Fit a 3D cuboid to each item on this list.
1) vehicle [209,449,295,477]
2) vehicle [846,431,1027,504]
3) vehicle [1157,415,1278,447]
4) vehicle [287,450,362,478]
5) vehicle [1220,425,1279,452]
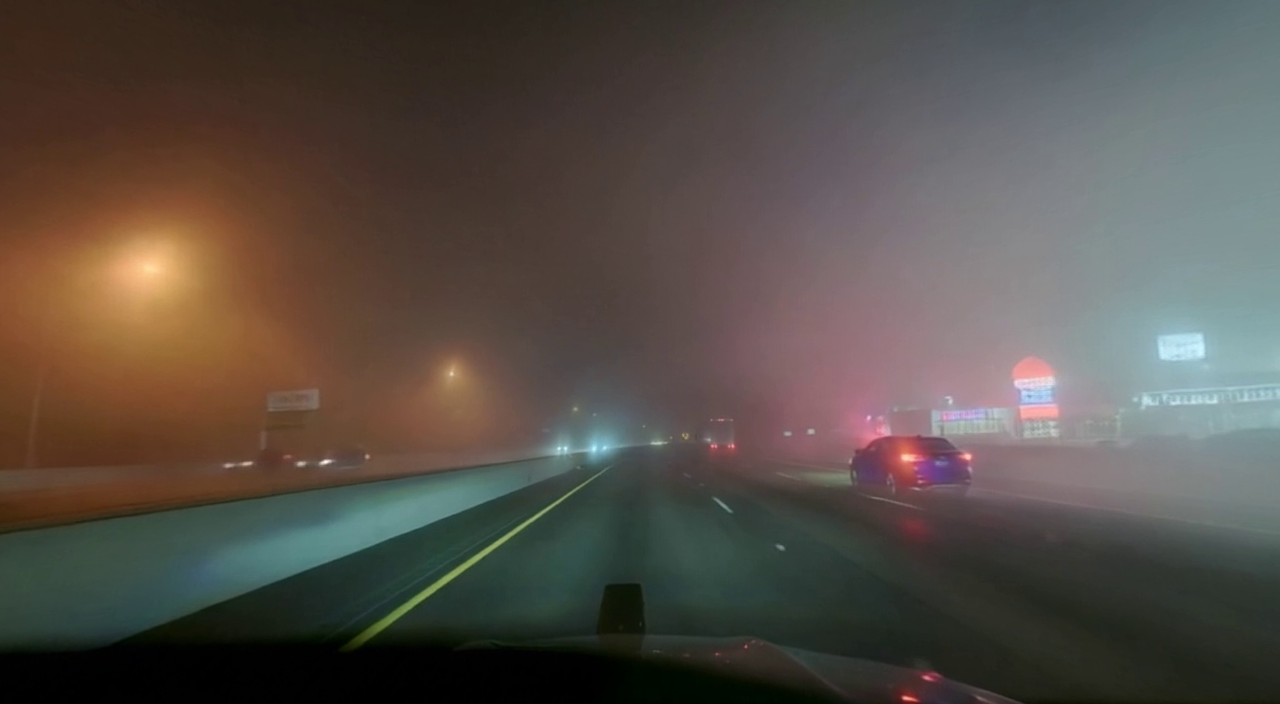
[{"bbox_3d":[-27.411,7.810,44.673,2.170,1.812,5.804,0,-8,4],"label":"vehicle"},{"bbox_3d":[7.119,2.820,15.854,2.079,1.518,5.032,0,-8,-1],"label":"vehicle"},{"bbox_3d":[35.729,4.919,39.026,4.978,1.798,2.146,-1,-9,14],"label":"vehicle"},{"bbox_3d":[-18.215,6.461,36.553,1.896,1.475,4.735,0,-8,0],"label":"vehicle"},{"bbox_3d":[36.045,4.913,35.551,4.453,1.442,1.894,0,-8,0],"label":"vehicle"}]
